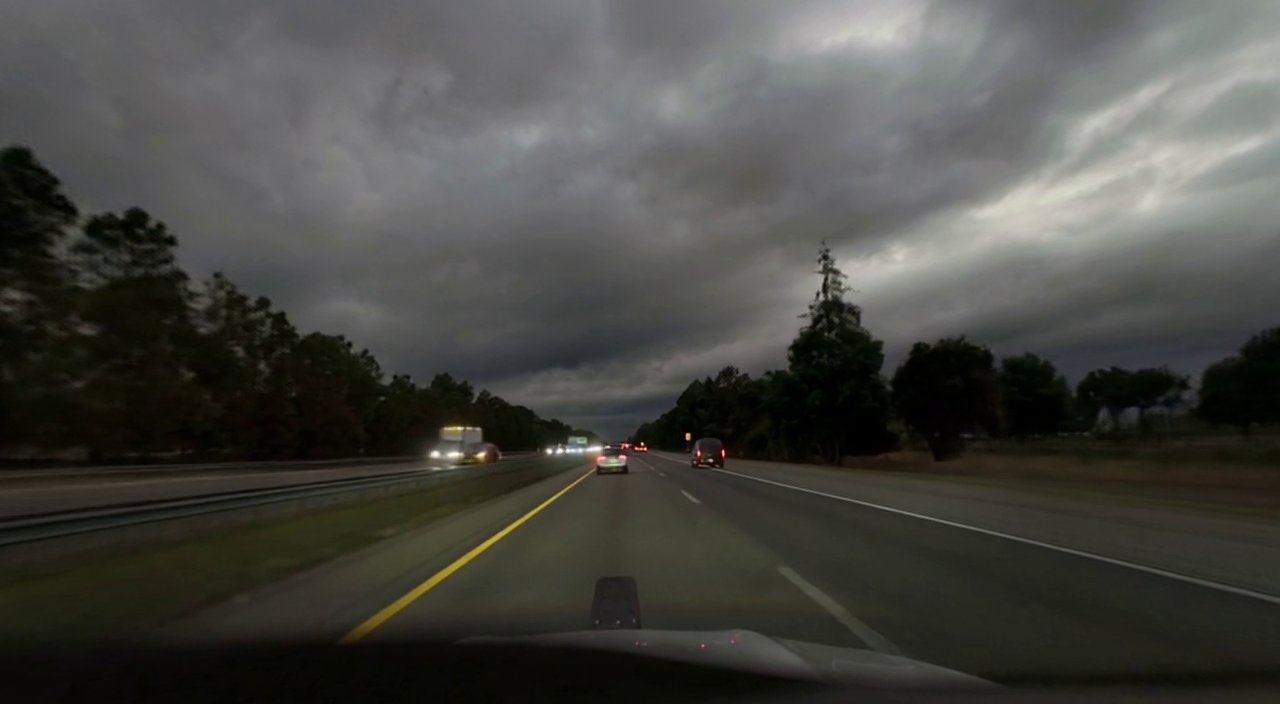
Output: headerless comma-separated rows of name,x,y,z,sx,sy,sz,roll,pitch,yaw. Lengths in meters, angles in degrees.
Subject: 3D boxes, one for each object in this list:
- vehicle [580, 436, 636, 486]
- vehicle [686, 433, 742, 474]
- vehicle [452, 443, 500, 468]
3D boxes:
vehicle,-1.147,4.122,24.015,1.963,1.711,4.284,0,-9,-1
vehicle,3.723,5.210,32.244,2.179,1.930,4.538,0,-9,-2
vehicle,-10.609,6.737,40.934,1.932,1.530,4.684,0,-9,-1
